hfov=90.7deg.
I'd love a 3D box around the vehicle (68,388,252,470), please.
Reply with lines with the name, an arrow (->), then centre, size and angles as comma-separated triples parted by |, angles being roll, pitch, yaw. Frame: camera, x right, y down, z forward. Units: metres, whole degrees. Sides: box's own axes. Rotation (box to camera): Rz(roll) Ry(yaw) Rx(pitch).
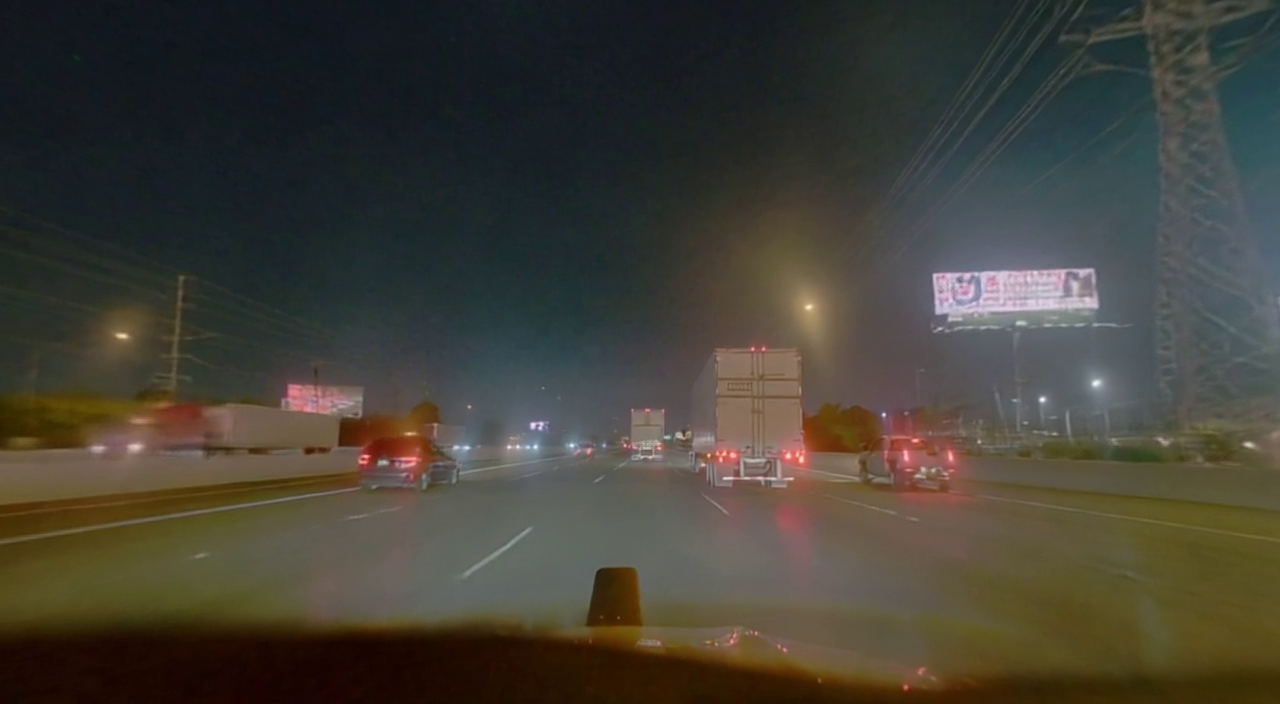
vehicle -> -28.162, 4.780, 38.121 | 3.005, 4.241, 9.960 | 0, -9, 1

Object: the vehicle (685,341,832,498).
vehicle -> 3.726, 3.009, 25.136 | 2.892, 4.152, 16.575 | 0, -9, 1

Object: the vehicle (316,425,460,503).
vehicle -> -6.696, 3.030, 17.487 | 2.004, 1.846, 4.739 | 0, -9, 0

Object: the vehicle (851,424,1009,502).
vehicle -> 7.696, 3.001, 17.439 | 2.115, 1.844, 4.522 | 0, -9, -1
